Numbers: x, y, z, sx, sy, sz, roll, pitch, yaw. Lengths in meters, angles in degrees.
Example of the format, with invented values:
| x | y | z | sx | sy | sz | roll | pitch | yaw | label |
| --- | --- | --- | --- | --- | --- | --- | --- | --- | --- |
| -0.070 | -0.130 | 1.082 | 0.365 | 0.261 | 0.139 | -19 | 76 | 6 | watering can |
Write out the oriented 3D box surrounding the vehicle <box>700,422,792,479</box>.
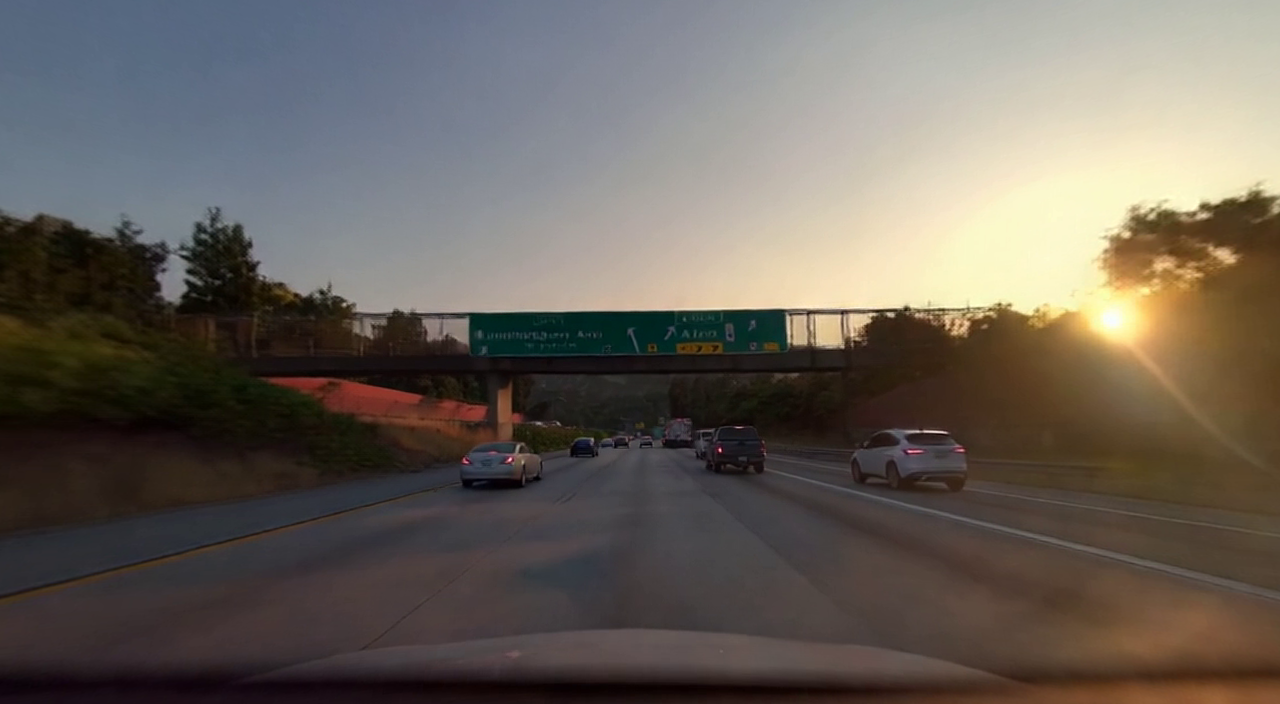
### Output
| x | y | z | sx | sy | sz | roll | pitch | yaw | label |
| --- | --- | --- | --- | --- | --- | --- | --- | --- | --- |
| 3.861 | 3.767 | 24.283 | 2.517 | 1.935 | 5.552 | 0 | -8 | -1 | vehicle |

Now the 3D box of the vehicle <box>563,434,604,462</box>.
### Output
| x | y | z | sx | sy | sz | roll | pitch | yaw | label |
| --- | --- | --- | --- | --- | --- | --- | --- | --- | --- |
| -3.375 | 5.844 | 38.408 | 2.020 | 1.628 | 4.248 | 0 | -8 | 2 | vehicle |

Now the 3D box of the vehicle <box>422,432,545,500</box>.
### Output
| x | y | z | sx | sy | sz | roll | pitch | yaw | label |
| --- | --- | --- | --- | --- | --- | --- | --- | --- | --- |
| -3.738 | 2.801 | 15.914 | 1.978 | 1.473 | 4.073 | 0 | -8 | 1 | vehicle |

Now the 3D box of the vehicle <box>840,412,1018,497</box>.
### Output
| x | y | z | sx | sy | sz | roll | pitch | yaw | label |
| --- | --- | --- | --- | --- | --- | --- | --- | --- | --- |
| 7.686 | 2.827 | 17.685 | 2.291 | 1.968 | 5.662 | 0 | -8 | 0 | vehicle |
